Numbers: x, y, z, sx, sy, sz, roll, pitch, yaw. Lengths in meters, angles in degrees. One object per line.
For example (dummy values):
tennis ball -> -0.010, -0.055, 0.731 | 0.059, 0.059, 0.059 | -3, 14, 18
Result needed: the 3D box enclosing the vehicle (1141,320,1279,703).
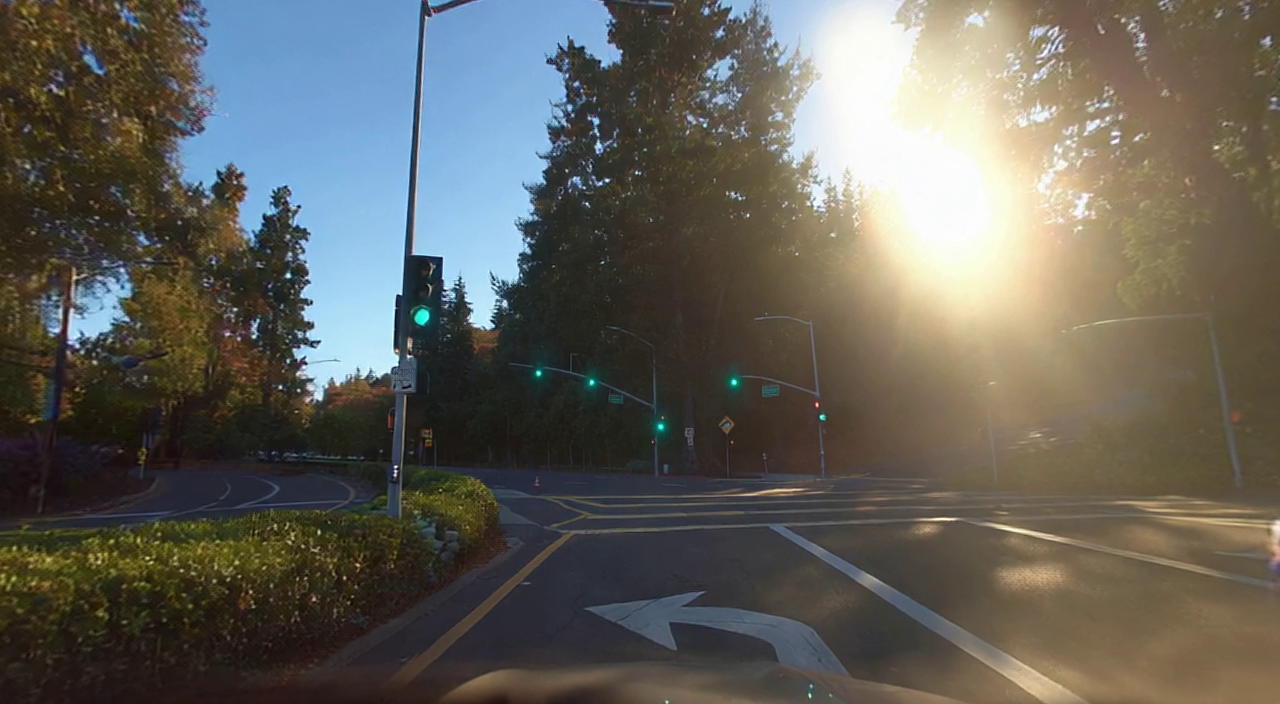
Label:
vehicle -> 3.773, 0.507, 0.780 | 2.284, 1.788, 4.871 | -1, -8, 0
